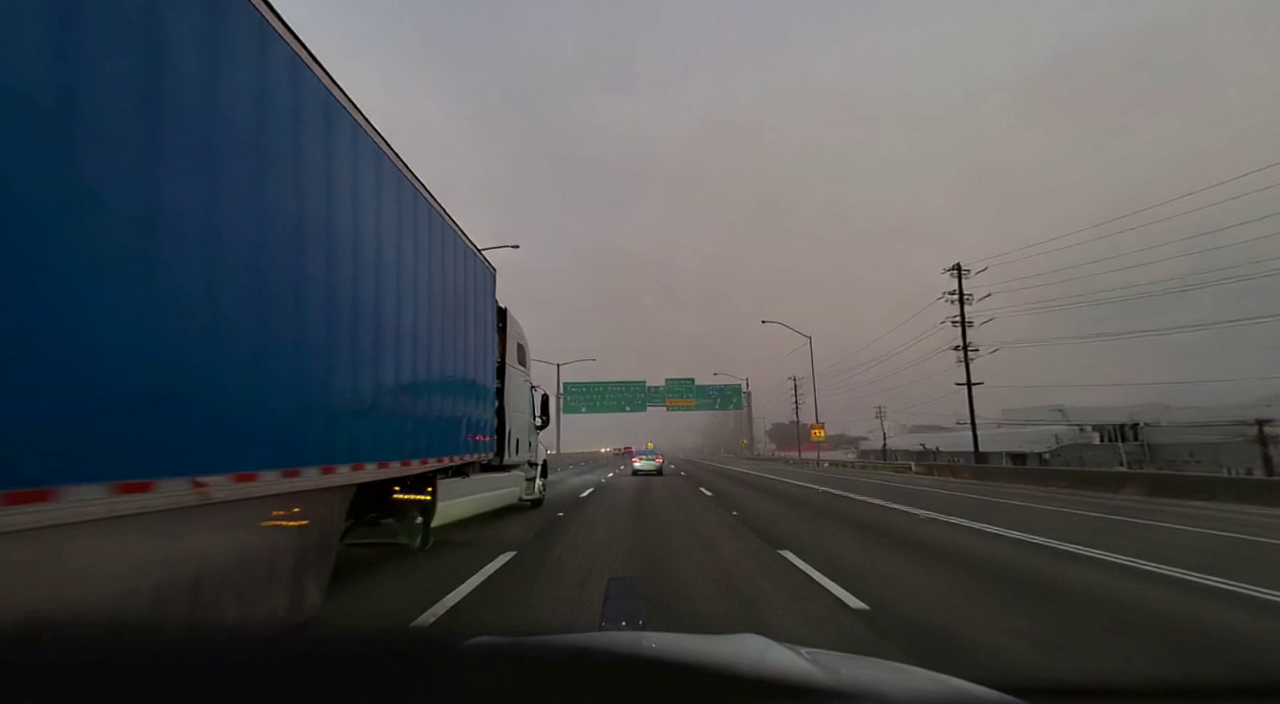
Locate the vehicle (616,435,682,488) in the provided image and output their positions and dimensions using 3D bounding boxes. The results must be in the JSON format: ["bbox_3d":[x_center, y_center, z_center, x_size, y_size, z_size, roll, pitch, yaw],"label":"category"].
[{"bbox_3d":[0.301,4.177,24.510,2.279,1.837,4.747,0,-8,0],"label":"vehicle"}]

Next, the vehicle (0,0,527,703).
[{"bbox_3d":[-3.925,-0.033,4.728,2.888,4.308,16.259,0,-8,1],"label":"vehicle"}]
